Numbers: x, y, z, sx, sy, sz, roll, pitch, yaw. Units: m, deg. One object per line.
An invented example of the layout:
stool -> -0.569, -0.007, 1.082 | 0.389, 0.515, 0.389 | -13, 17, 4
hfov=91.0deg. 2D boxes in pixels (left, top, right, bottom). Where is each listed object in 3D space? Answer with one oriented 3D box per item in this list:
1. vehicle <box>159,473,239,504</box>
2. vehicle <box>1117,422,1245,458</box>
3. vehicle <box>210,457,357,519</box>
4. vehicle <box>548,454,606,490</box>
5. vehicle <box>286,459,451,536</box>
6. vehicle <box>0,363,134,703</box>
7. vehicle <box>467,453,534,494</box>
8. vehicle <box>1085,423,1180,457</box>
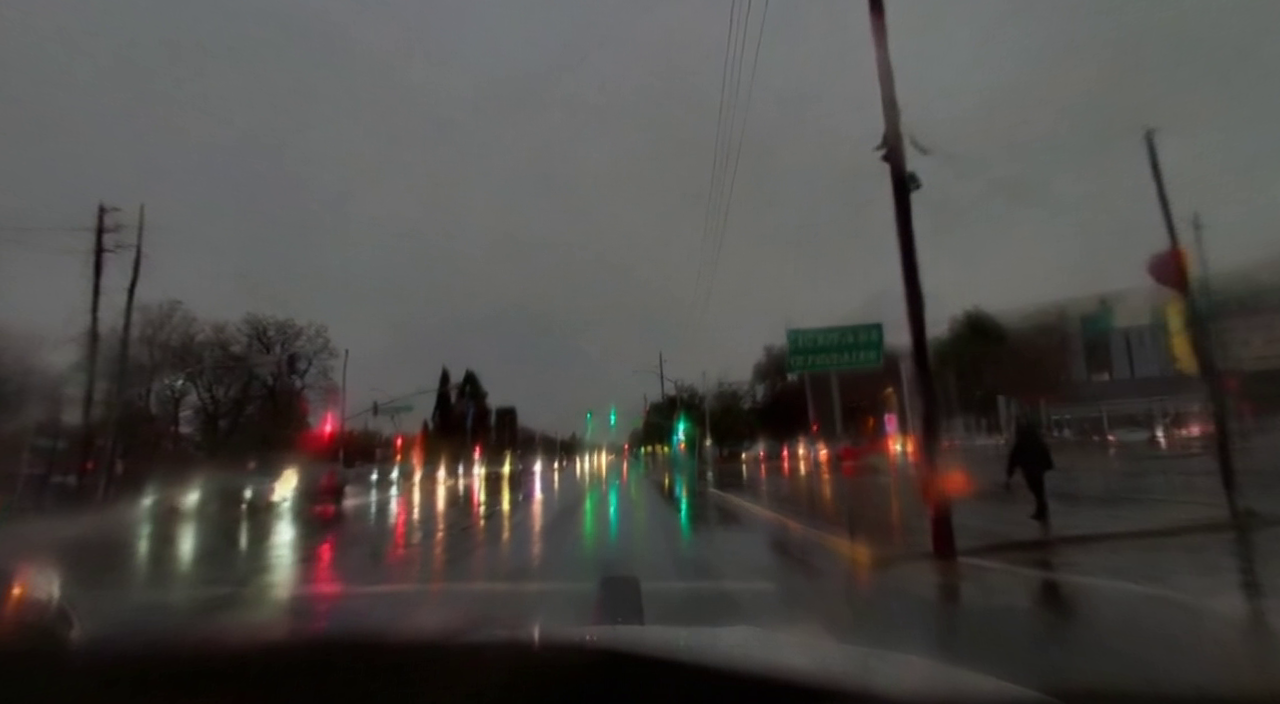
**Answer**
vehicle -> -26.010, 8.029, 37.139 | 3.960, 1.600, 1.885 | -4, -9, 21
vehicle -> 27.846, 4.616, 32.649 | 2.083, 1.668, 4.638 | 0, -10, -8
vehicle -> -11.866, 4.523, 21.433 | 1.985, 1.756, 4.665 | -1, -9, 4
vehicle -> -2.870, 5.588, 29.630 | 2.147, 1.472, 4.406 | 0, -9, 2
vehicle -> -6.362, 3.440, 15.481 | 1.960, 1.479, 4.654 | 0, -9, 0
vehicle -> -3.227, 0.618, 0.360 | 2.042, 1.673, 4.516 | 0, -9, 1
vehicle -> -6.215, 5.416, 28.470 | 2.012, 1.664, 3.917 | 0, -9, 2
vehicle -> 25.174, 4.566, 32.301 | 1.690, 1.559, 3.521 | 0, -10, -7
